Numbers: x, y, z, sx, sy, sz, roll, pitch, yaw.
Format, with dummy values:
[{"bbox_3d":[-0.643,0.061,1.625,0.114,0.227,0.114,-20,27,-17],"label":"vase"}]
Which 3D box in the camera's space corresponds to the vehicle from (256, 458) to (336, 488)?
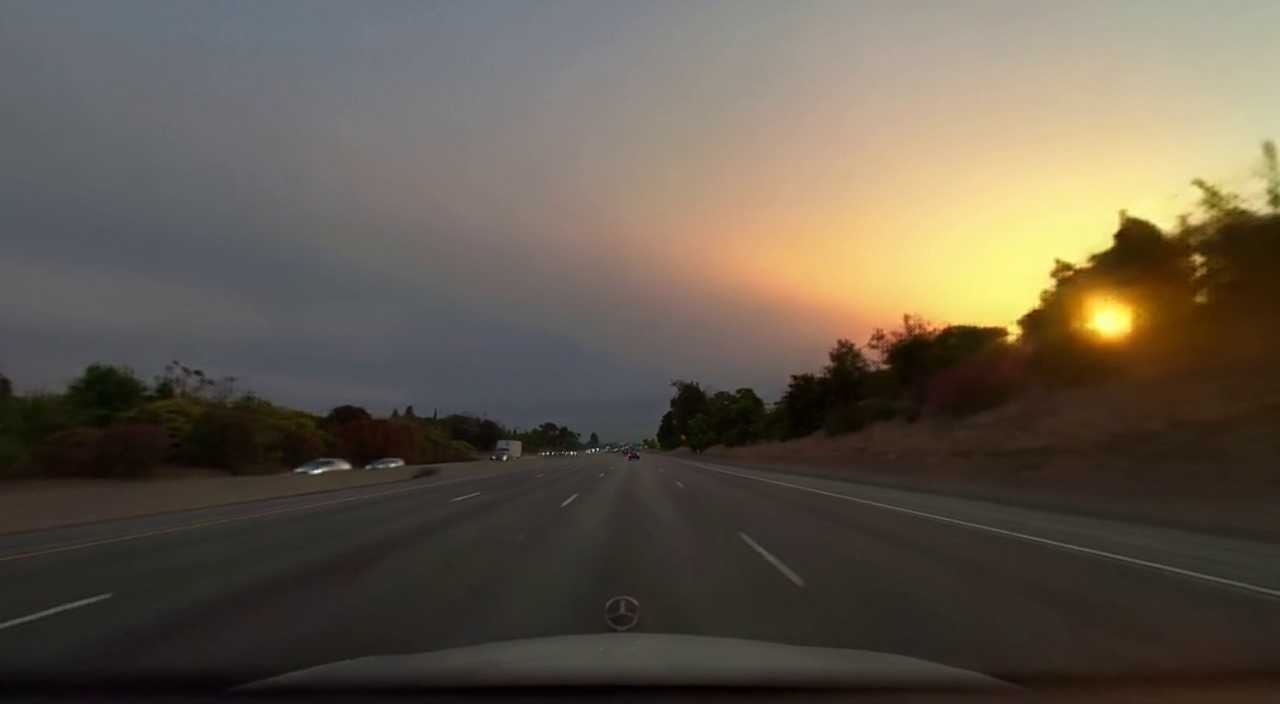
[{"bbox_3d":[-19.169,6.763,35.184,1.946,1.482,4.513,0,-9,-1],"label":"vehicle"}]
